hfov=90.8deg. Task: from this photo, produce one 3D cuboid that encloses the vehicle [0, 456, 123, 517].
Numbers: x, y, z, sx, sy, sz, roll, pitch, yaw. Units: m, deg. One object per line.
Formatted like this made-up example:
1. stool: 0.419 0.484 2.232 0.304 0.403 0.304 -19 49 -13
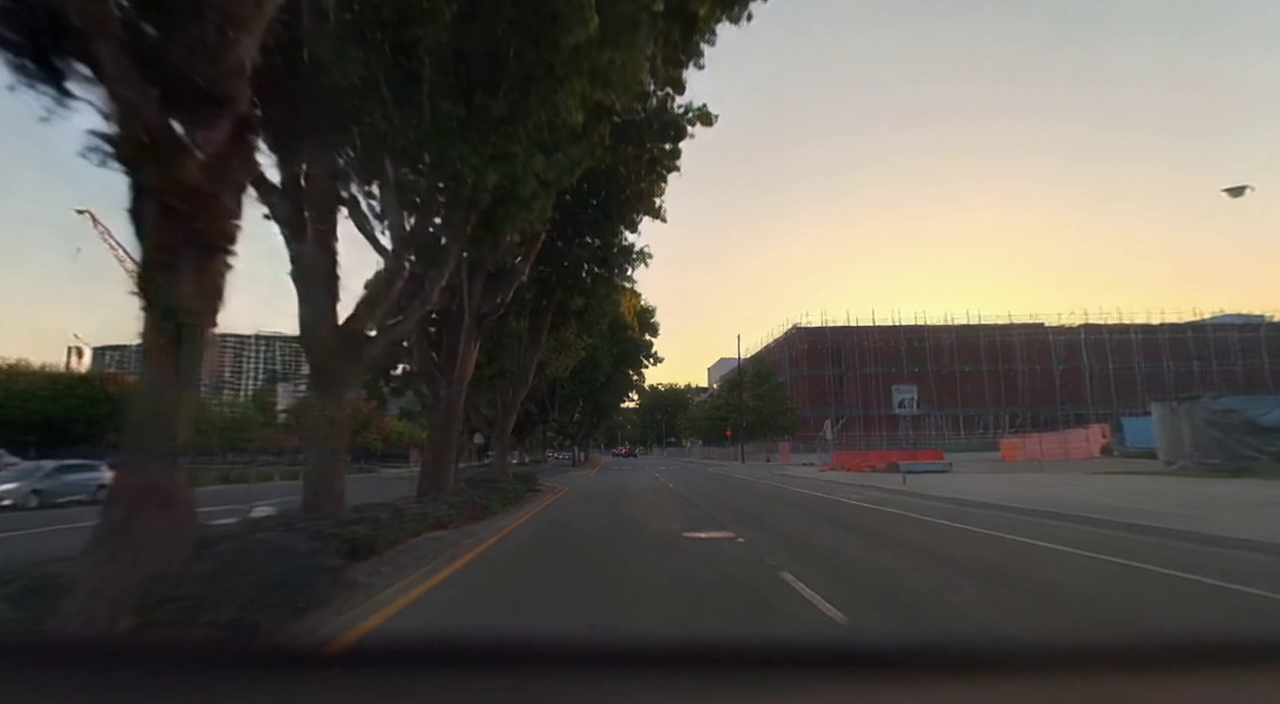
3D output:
1. vehicle: -18.101 3.907 18.767 1.877 1.557 4.423 0 -9 -3
